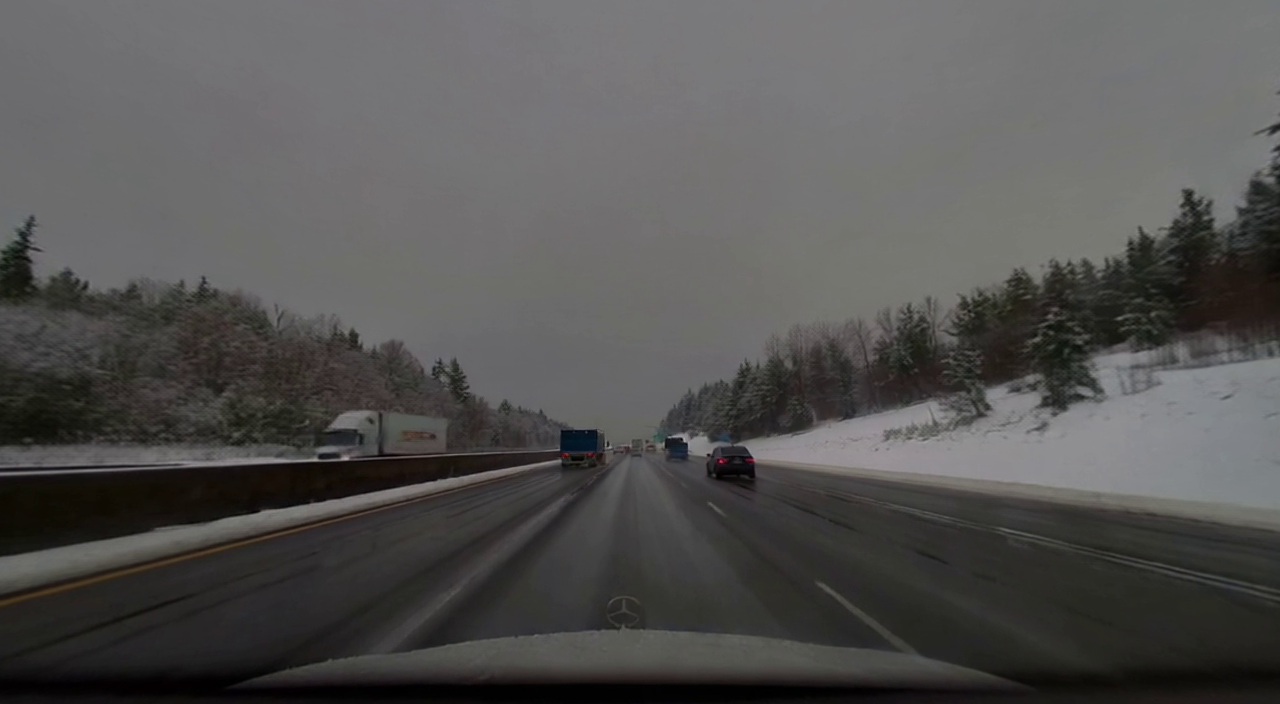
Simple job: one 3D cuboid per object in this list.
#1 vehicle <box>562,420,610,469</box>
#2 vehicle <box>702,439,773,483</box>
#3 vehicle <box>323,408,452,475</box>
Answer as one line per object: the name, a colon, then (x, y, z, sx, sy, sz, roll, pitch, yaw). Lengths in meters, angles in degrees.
vehicle: (-3.696, 6.602, 44.819, 2.667, 3.195, 6.731, 0, -9, 1)
vehicle: (3.661, 4.197, 24.409, 1.983, 1.545, 4.038, 0, -9, -1)
vehicle: (-18.710, 7.053, 49.004, 3.193, 4.259, 17.218, 0, -9, -1)
